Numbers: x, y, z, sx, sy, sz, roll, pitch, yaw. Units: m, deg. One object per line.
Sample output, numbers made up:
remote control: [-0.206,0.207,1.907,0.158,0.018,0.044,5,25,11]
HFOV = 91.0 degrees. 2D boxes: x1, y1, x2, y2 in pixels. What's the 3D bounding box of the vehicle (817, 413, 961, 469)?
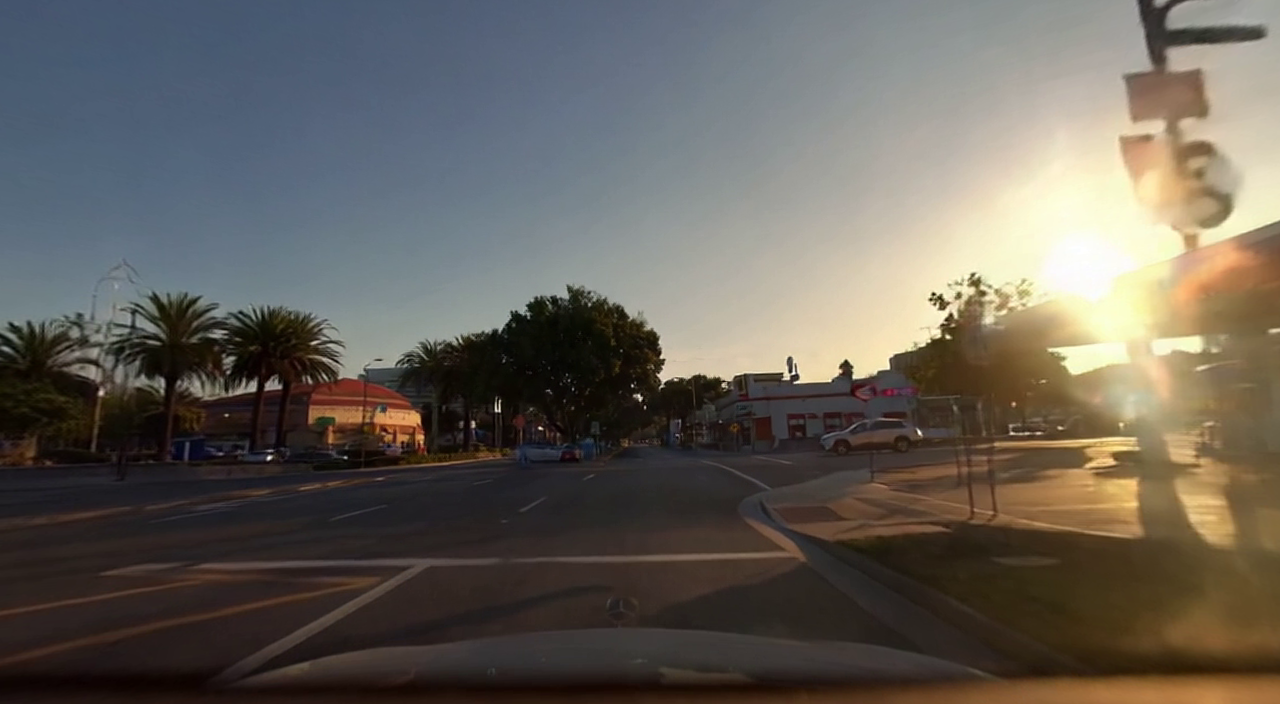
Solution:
vehicle: [9.591,3.479,24.543,4.640,1.800,2.026,-4,-8,0]
